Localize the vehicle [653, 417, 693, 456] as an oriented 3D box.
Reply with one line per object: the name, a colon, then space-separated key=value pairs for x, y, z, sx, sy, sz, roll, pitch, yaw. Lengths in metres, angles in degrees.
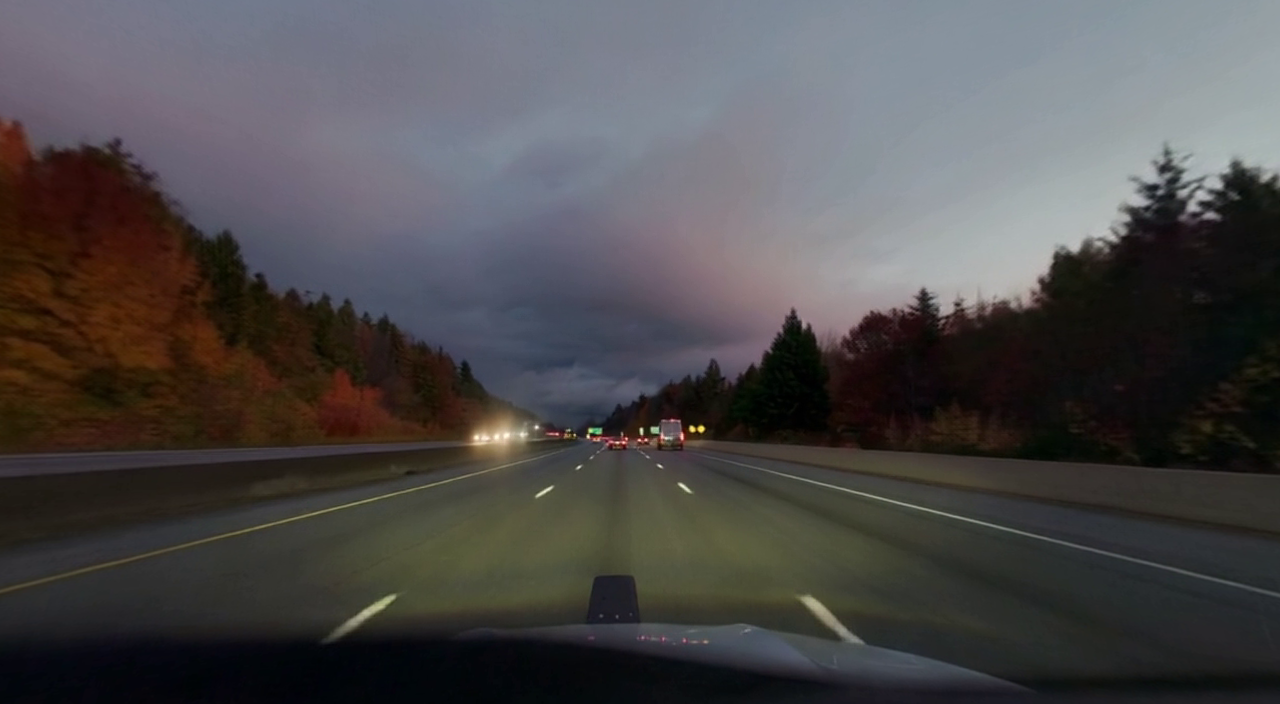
vehicle: x=2.290 y=6.136 z=45.622 sx=2.411 sy=2.614 sz=5.781 roll=0 pitch=-8 yaw=-1
